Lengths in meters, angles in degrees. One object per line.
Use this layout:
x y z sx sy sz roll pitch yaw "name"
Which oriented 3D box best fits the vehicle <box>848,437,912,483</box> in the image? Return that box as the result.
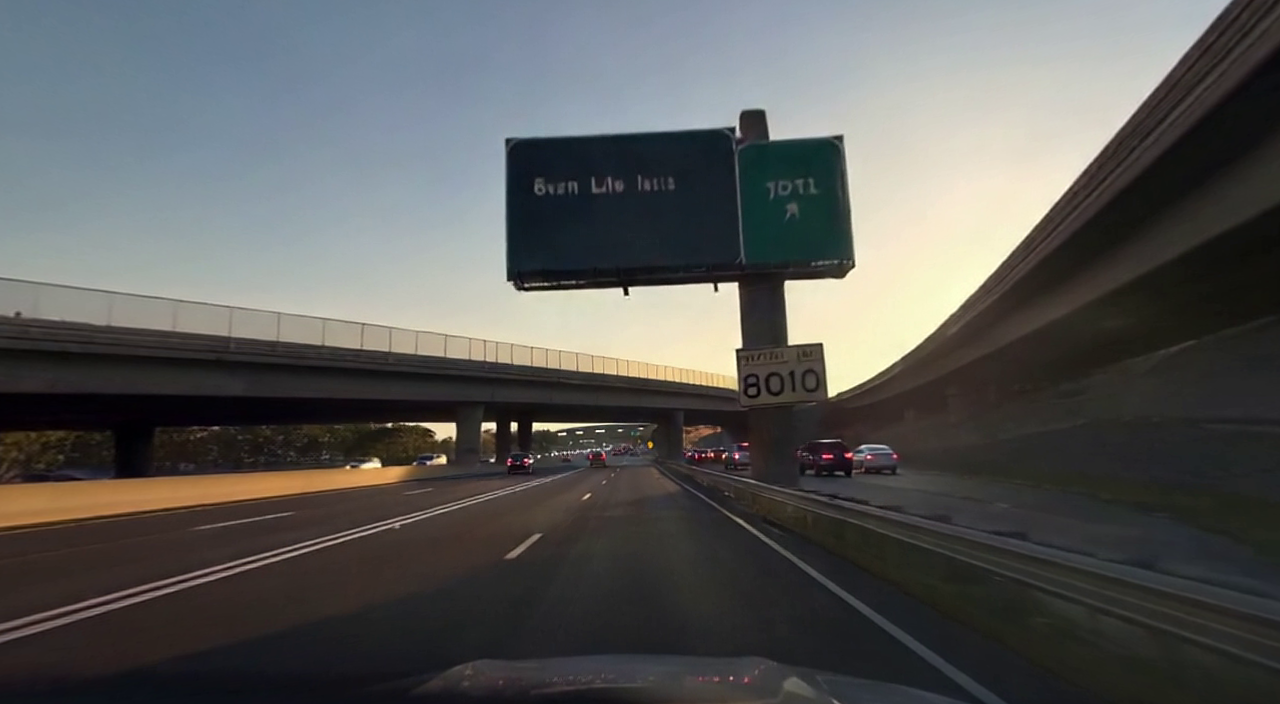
18.600 8.391 49.184 2.594 3.362 5.549 1 -9 -1 "vehicle"
